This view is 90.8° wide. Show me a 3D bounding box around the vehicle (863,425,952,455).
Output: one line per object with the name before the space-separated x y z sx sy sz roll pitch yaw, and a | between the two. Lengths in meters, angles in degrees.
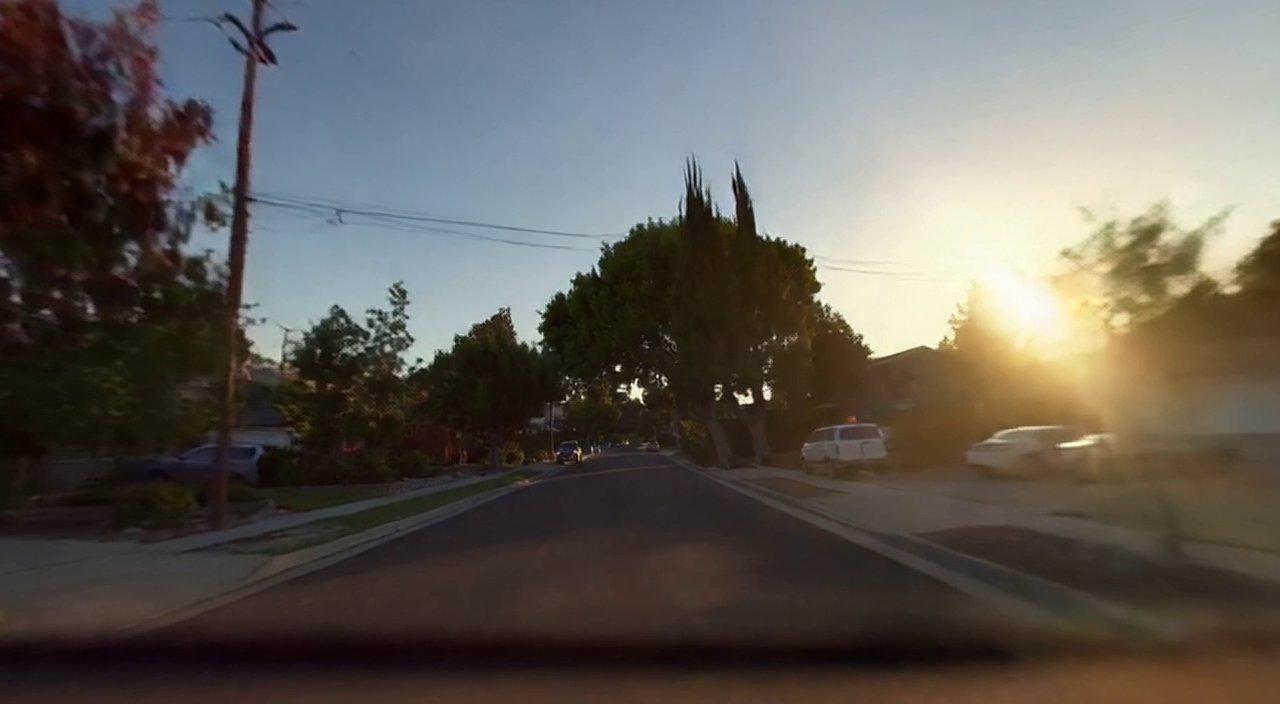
vehicle | 14.714 4.866 34.912 4.045 1.570 1.864 0 -8 0

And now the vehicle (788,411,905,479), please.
vehicle | 6.928 3.218 21.898 2.233 1.923 4.848 -4 -8 -2

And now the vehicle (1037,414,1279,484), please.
vehicle | 12.136 2.211 14.538 4.686 1.466 1.869 0 -8 0
